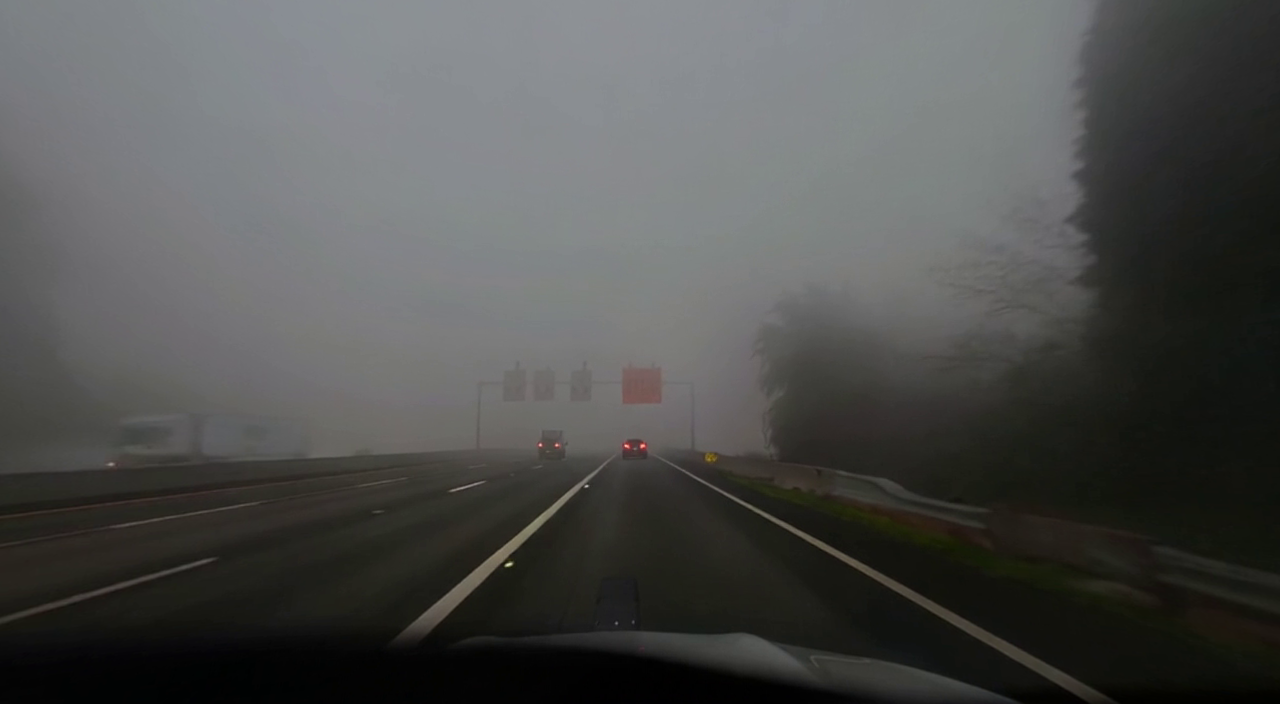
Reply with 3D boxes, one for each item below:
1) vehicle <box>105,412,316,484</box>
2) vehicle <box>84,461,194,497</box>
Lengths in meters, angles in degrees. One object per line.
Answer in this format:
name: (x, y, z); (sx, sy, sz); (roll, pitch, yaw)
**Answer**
vehicle: (-28.031, 6.503, 43.256); (2.884, 3.901, 17.249); (0, -8, -1)
vehicle: (-23.394, 5.919, 29.623); (1.823, 1.417, 4.137); (-1, -8, -1)
